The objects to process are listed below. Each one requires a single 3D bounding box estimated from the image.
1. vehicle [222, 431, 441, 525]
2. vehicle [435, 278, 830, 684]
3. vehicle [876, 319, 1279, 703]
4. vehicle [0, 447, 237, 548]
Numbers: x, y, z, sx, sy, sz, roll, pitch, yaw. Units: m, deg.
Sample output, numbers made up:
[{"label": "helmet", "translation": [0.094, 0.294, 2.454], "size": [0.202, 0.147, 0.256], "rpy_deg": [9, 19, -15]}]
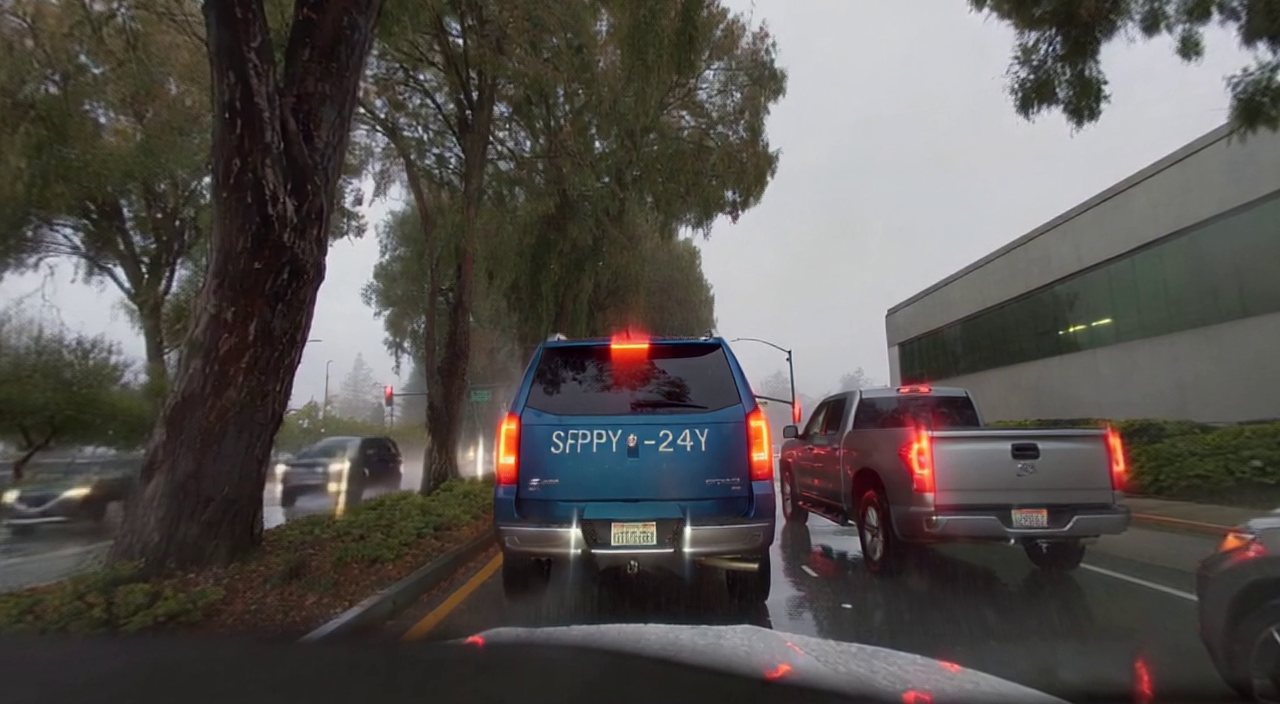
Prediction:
[{"label": "vehicle", "translation": [-9.102, 3.798, 20.069], "size": [2.873, 2.199, 8.099], "rpy_deg": [-3, -9, 1]}, {"label": "vehicle", "translation": [0.011, 1.038, 5.946], "size": [2.267, 2.372, 4.366], "rpy_deg": [0, -8, 2]}, {"label": "vehicle", "translation": [3.079, 0.984, 3.469], "size": [2.022, 1.700, 4.410], "rpy_deg": [0, -8, 3]}, {"label": "vehicle", "translation": [-12.569, 3.416, 15.605], "size": [2.111, 1.917, 4.758], "rpy_deg": [-5, -8, -1]}]
